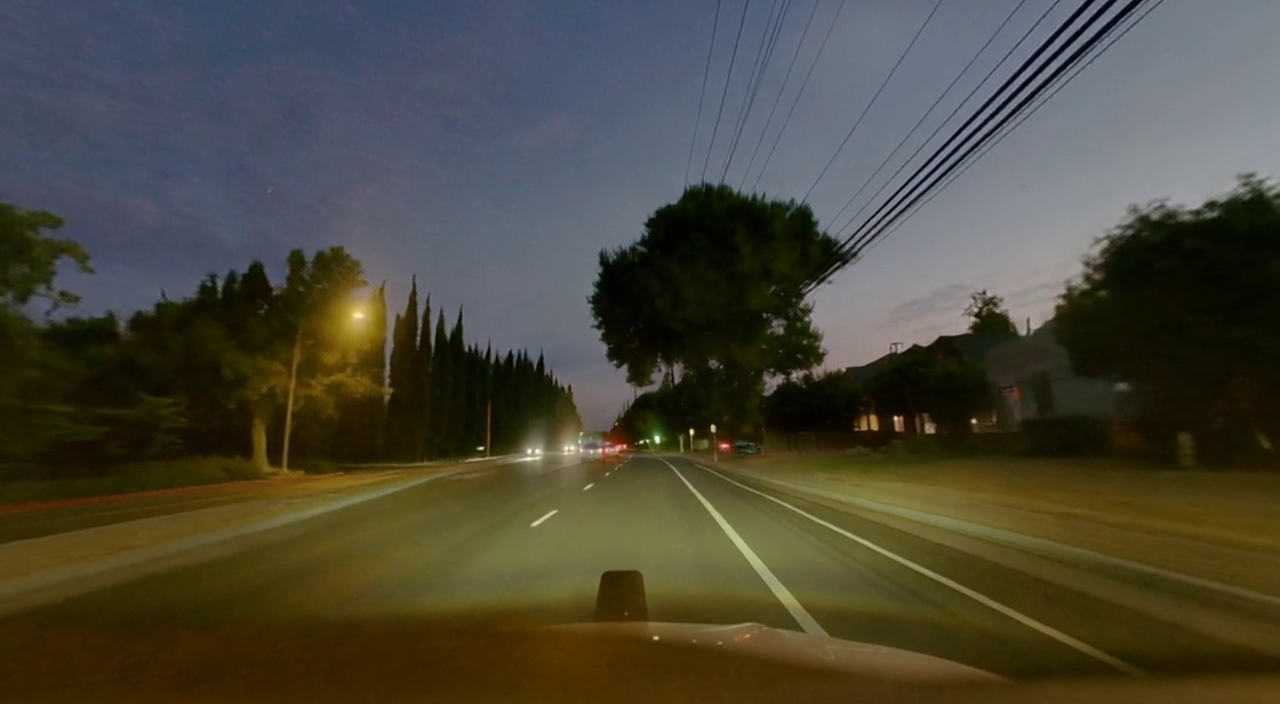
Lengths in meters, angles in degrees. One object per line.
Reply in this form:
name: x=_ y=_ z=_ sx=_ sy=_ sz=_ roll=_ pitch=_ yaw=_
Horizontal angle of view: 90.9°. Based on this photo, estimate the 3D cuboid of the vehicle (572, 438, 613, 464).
vehicle: x=-2.906 y=6.145 z=39.266 sx=2.084 sy=1.466 sz=4.522 roll=0 pitch=-9 yaw=2
